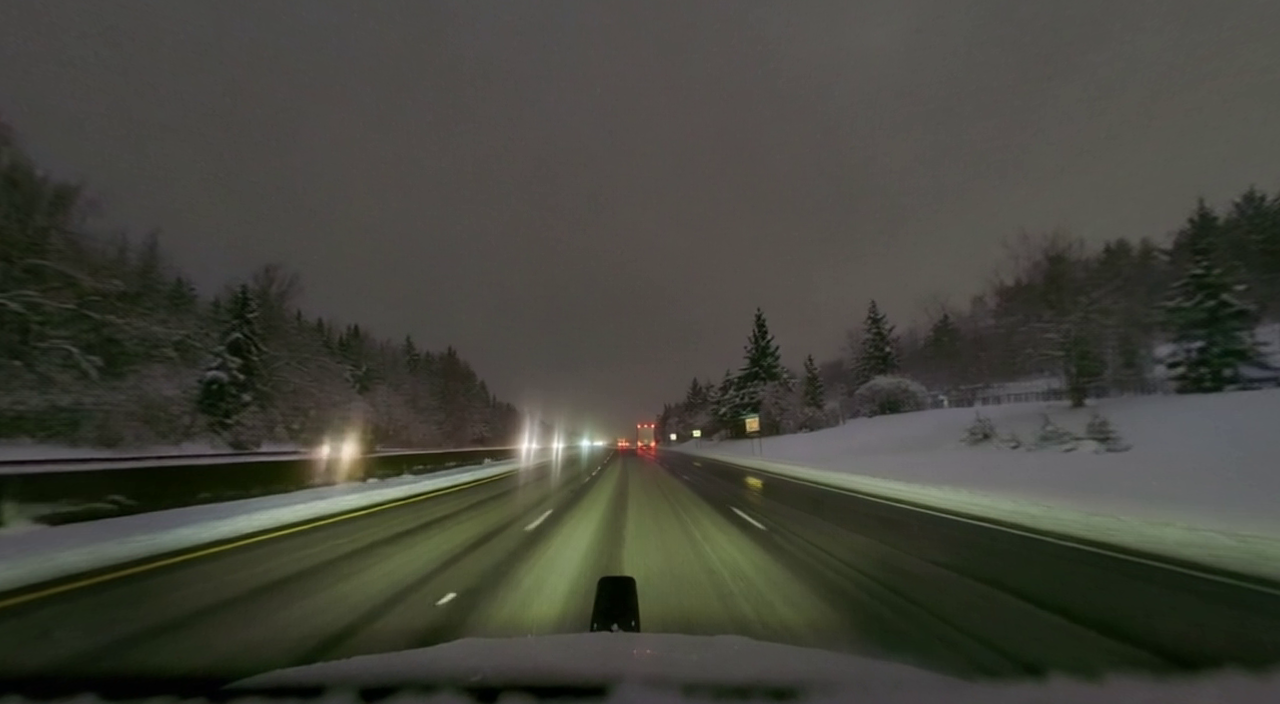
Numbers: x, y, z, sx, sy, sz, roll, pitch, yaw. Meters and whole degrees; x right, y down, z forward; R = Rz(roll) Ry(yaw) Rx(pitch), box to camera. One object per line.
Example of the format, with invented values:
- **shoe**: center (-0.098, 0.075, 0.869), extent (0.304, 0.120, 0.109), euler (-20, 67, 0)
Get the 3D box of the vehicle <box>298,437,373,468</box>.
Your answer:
- **vehicle**: center (-17.230, 5.706, 35.867), extent (2.054, 1.589, 4.662), euler (0, -8, -1)
